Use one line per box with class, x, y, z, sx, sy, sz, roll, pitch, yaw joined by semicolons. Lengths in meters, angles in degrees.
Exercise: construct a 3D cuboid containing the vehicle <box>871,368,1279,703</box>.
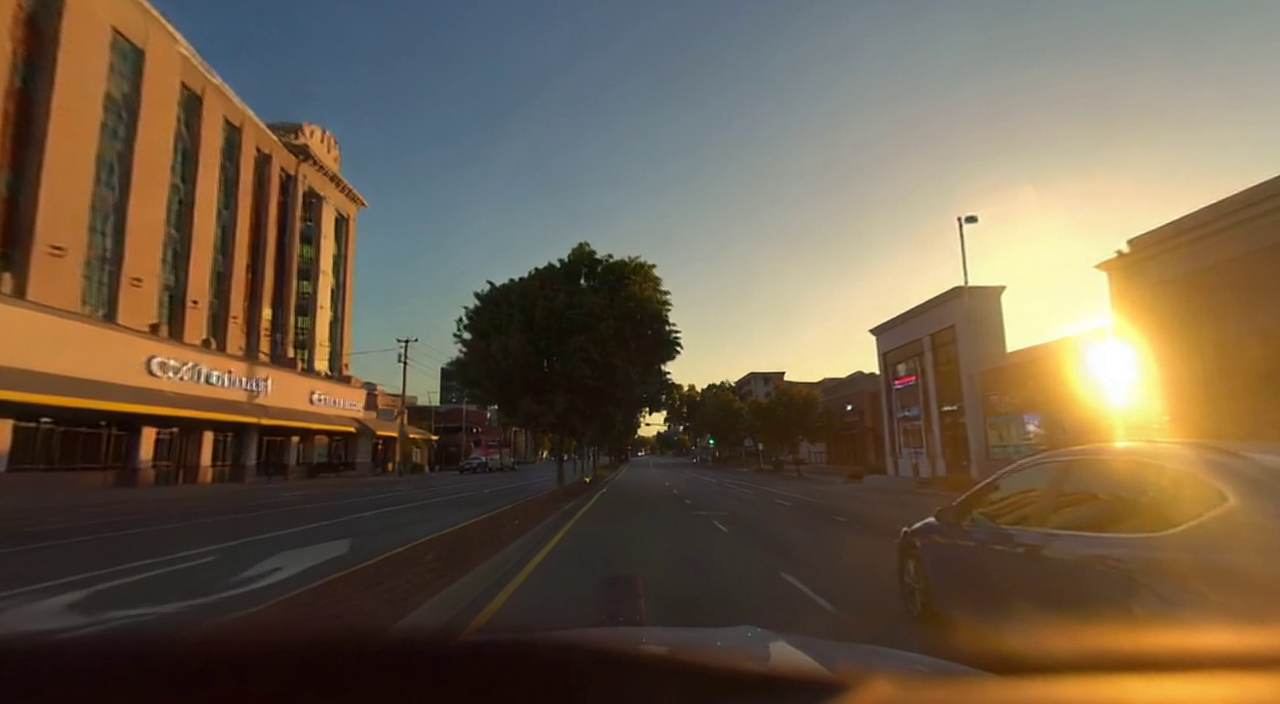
vehicle;3.090;1.019;2.975;2.015;1.641;4.995;0;-9;-1
